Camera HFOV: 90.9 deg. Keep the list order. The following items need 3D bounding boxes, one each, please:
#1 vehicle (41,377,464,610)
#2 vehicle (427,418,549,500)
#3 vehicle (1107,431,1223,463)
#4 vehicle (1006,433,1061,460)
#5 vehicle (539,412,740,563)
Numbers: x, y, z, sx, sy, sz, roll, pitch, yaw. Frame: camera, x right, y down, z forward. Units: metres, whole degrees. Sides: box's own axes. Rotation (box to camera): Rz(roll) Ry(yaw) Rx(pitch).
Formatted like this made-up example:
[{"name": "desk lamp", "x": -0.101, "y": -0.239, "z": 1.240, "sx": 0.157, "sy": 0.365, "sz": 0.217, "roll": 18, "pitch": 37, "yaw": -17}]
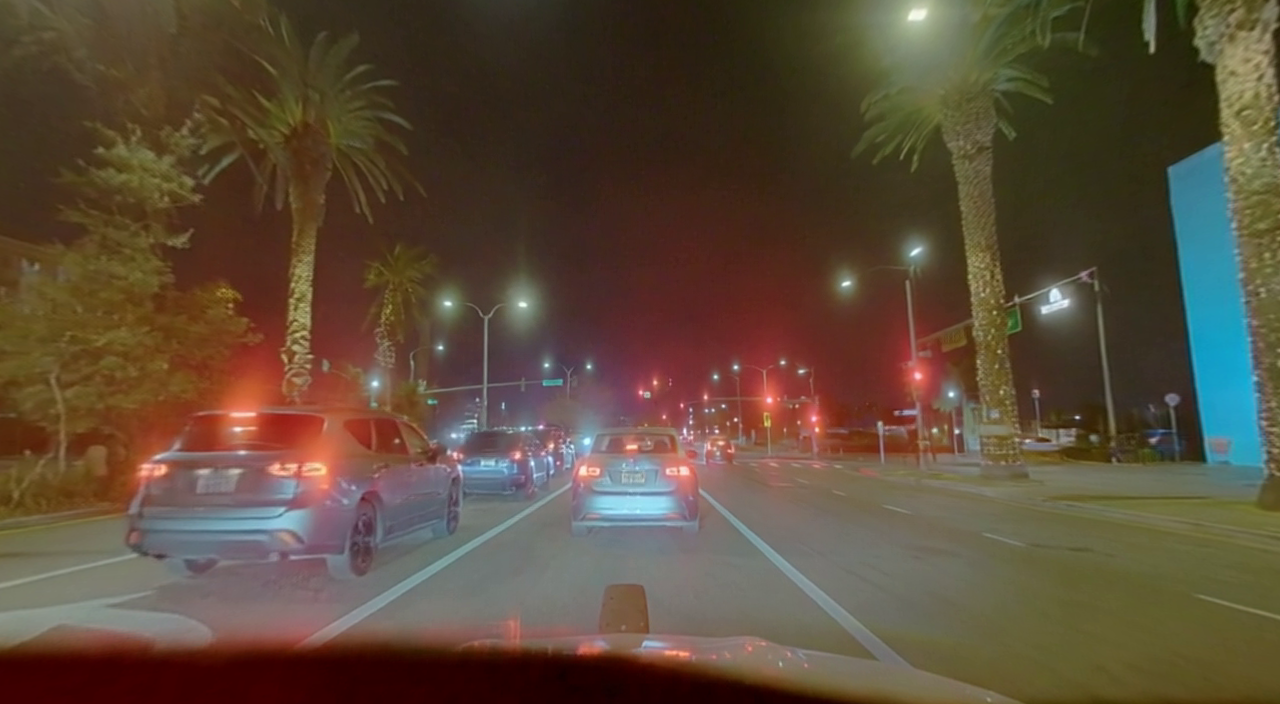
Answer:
[{"name": "vehicle", "x": -3.524, "y": 1.380, "z": 6.992, "sx": 1.914, "sy": 1.741, "sz": 4.398, "roll": 0, "pitch": -8, "yaw": -1}, {"name": "vehicle", "x": -3.441, "y": 2.526, "z": 15.136, "sx": 1.840, "sy": 1.684, "sz": 4.041, "roll": 0, "pitch": -8, "yaw": 1}, {"name": "vehicle", "x": 25.454, "y": 4.619, "z": 30.674, "sx": 3.914, "sy": 1.427, "sz": 1.779, "roll": -2, "pitch": -8, "yaw": 6}, {"name": "vehicle", "x": 26.087, "y": 6.266, "z": 41.932, "sx": 1.882, "sy": 1.672, "sz": 3.957, "roll": -2, "pitch": -9, "yaw": 14}, {"name": "vehicle", "x": -0.042, "y": 1.753, "z": 8.872, "sx": 2.114, "sy": 1.585, "sz": 4.285, "roll": 0, "pitch": -8, "yaw": -1}]
